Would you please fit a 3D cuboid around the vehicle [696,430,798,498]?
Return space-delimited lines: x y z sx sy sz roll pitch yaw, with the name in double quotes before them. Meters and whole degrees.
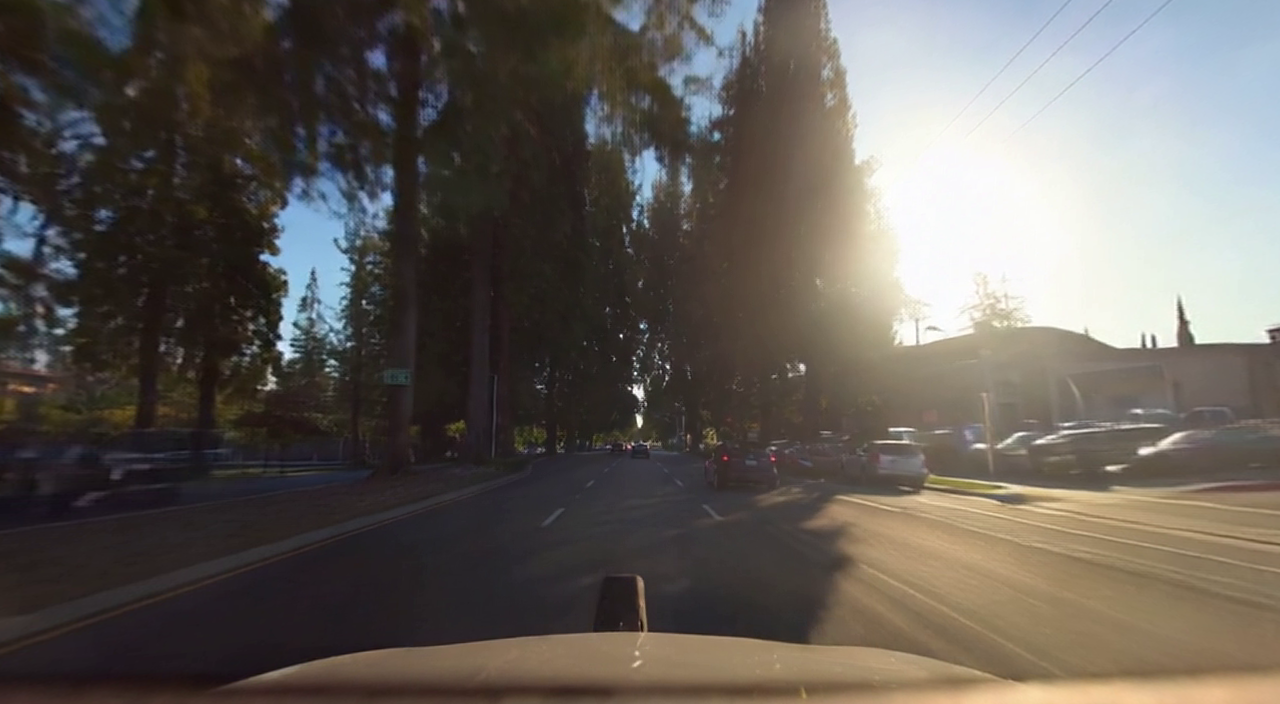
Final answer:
"vehicle" 2.823 3.060 17.573 2.022 1.656 4.025 0 -9 -1

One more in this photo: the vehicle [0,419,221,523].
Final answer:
"vehicle" -11.437 2.364 13.060 2.207 1.745 4.717 0 -9 0

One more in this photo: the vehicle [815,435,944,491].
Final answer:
"vehicle" 7.483 3.519 20.374 2.068 1.558 5.058 0 -9 -2
